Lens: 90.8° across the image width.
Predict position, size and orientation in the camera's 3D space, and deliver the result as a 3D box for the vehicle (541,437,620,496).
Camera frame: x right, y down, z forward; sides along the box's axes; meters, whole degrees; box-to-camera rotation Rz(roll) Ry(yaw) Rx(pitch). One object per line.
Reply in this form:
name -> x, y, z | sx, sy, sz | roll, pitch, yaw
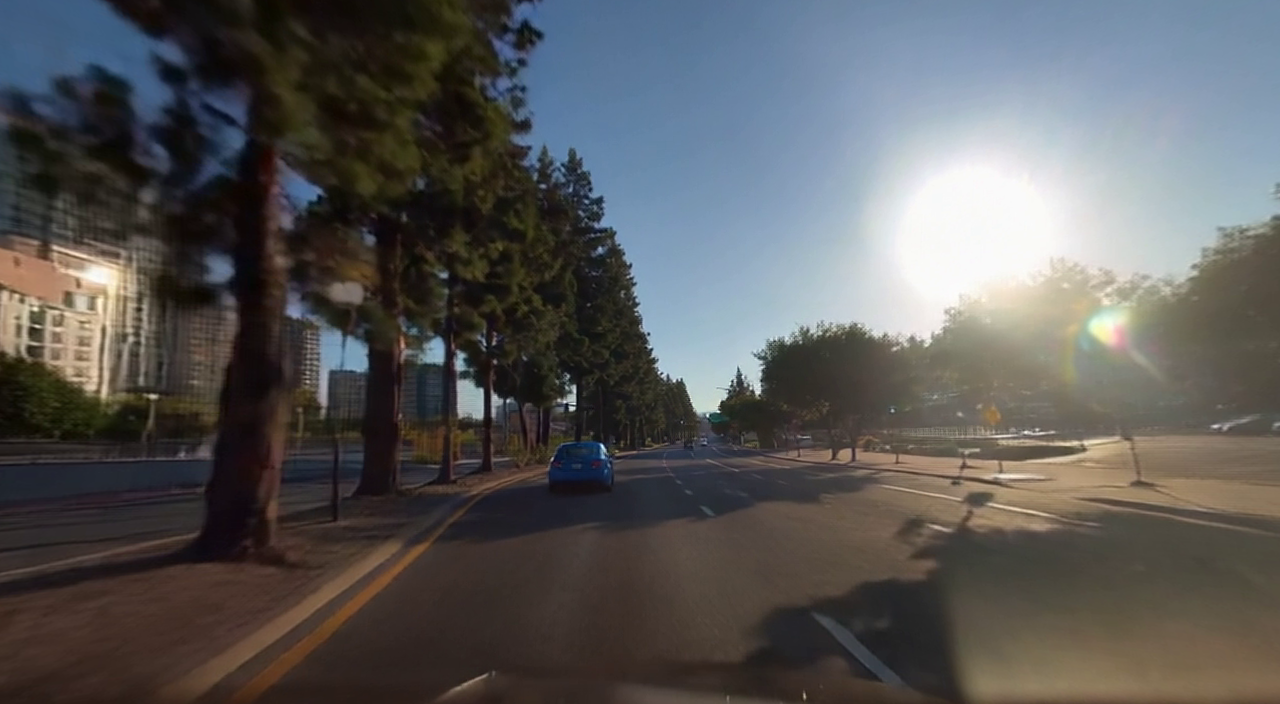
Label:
vehicle -> -1.674, 3.286, 18.582 | 2.042, 1.479, 4.601 | 0, -8, -4
